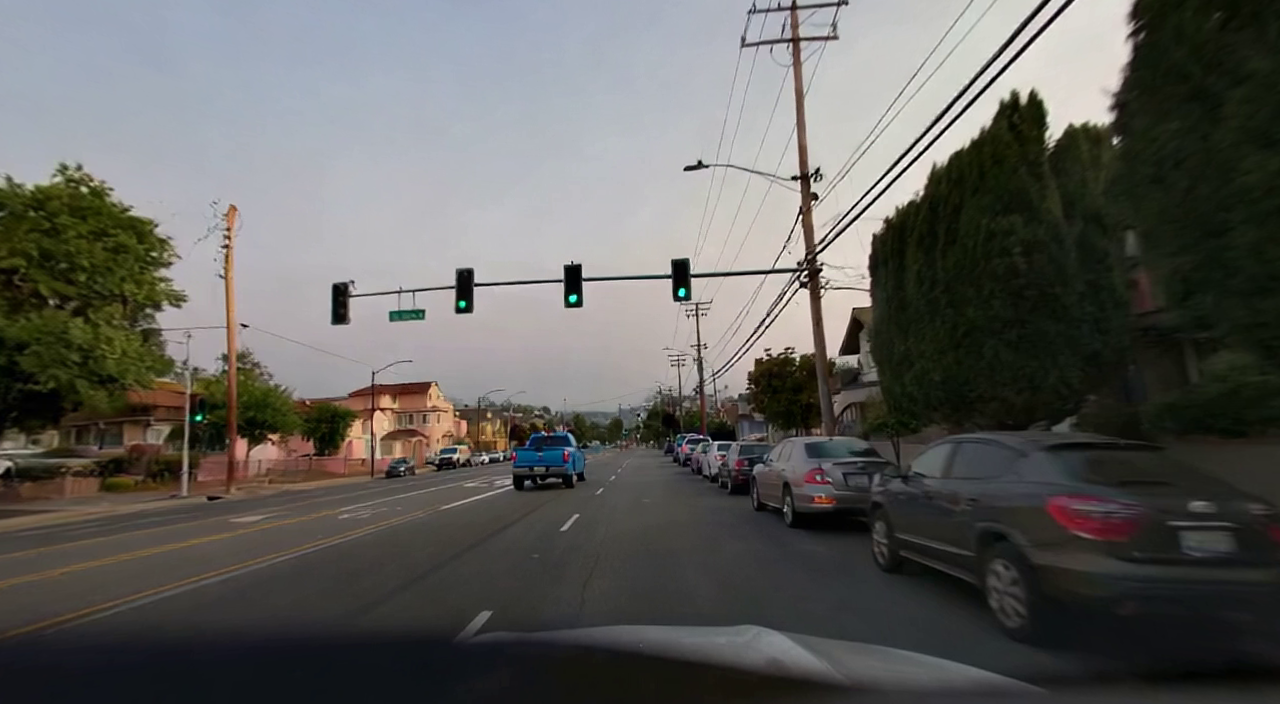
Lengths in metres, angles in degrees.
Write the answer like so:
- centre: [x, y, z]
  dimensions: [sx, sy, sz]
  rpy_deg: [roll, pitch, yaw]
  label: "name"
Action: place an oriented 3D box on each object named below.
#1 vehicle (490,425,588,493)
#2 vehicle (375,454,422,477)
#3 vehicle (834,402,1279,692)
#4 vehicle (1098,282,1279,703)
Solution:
- centre: [-3.074, 3.418, 20.524]
  dimensions: [2.242, 1.890, 5.306]
  rpy_deg: [0, -9, 1]
  label: "vehicle"
- centre: [-18.573, 8.745, 48.696]
  dimensions: [1.908, 1.614, 4.092]
  rpy_deg: [-1, -9, 2]
  label: "vehicle"
- centre: [3.354, 1.367, 5.660]
  dimensions: [1.921, 1.520, 4.526]
  rpy_deg: [-1, -9, 2]
  label: "vehicle"
- centre: [2.851, 0.431, 0.232]
  dimensions: [2.029, 1.727, 4.384]
  rpy_deg: [0, -9, 0]
  label: "vehicle"
